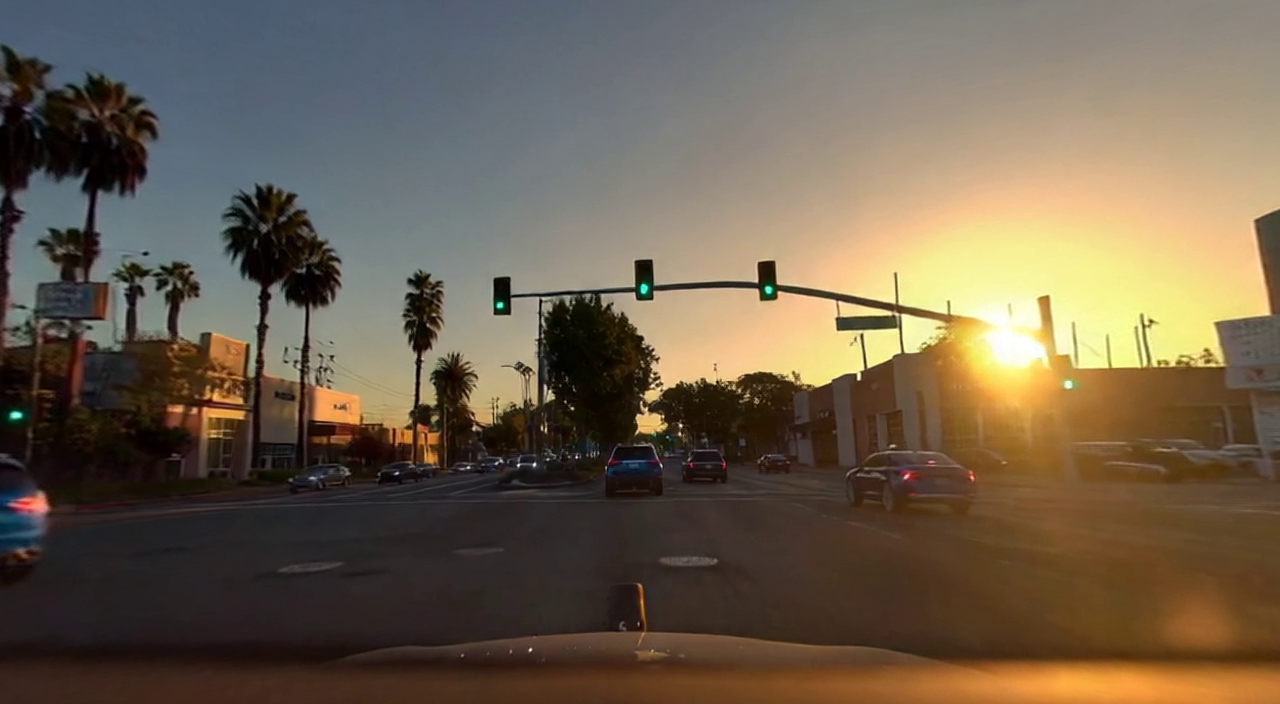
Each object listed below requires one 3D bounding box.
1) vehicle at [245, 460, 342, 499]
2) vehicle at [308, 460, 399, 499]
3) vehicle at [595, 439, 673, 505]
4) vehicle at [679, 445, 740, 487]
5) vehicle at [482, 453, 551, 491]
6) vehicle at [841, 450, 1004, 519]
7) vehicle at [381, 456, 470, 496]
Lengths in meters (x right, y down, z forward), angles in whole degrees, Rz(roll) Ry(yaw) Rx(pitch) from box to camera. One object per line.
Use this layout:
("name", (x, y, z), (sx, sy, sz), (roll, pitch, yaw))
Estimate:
("vehicle", (-15.335, 5.638, 28.230), (2.048, 1.494, 4.069), (0, -9, -1))
("vehicle", (-11.878, 5.293, 26.522), (1.850, 1.414, 4.184), (0, -9, 0))
("vehicle", (-0.217, 3.609, 19.483), (2.151, 1.787, 4.109), (0, -9, -1))
("vehicle", (3.017, 5.047, 28.227), (2.112, 1.710, 4.234), (0, -9, -2))
("vehicle", (-5.178, 5.067, 27.022), (2.030, 1.441, 4.324), (0, -9, 1))
("vehicle", (6.758, 3.177, 15.730), (1.944, 1.447, 4.309), (0, -9, -2))
("vehicle", (-8.571, 4.981, 25.674), (2.061, 1.415, 4.289), (0, -9, 1))
